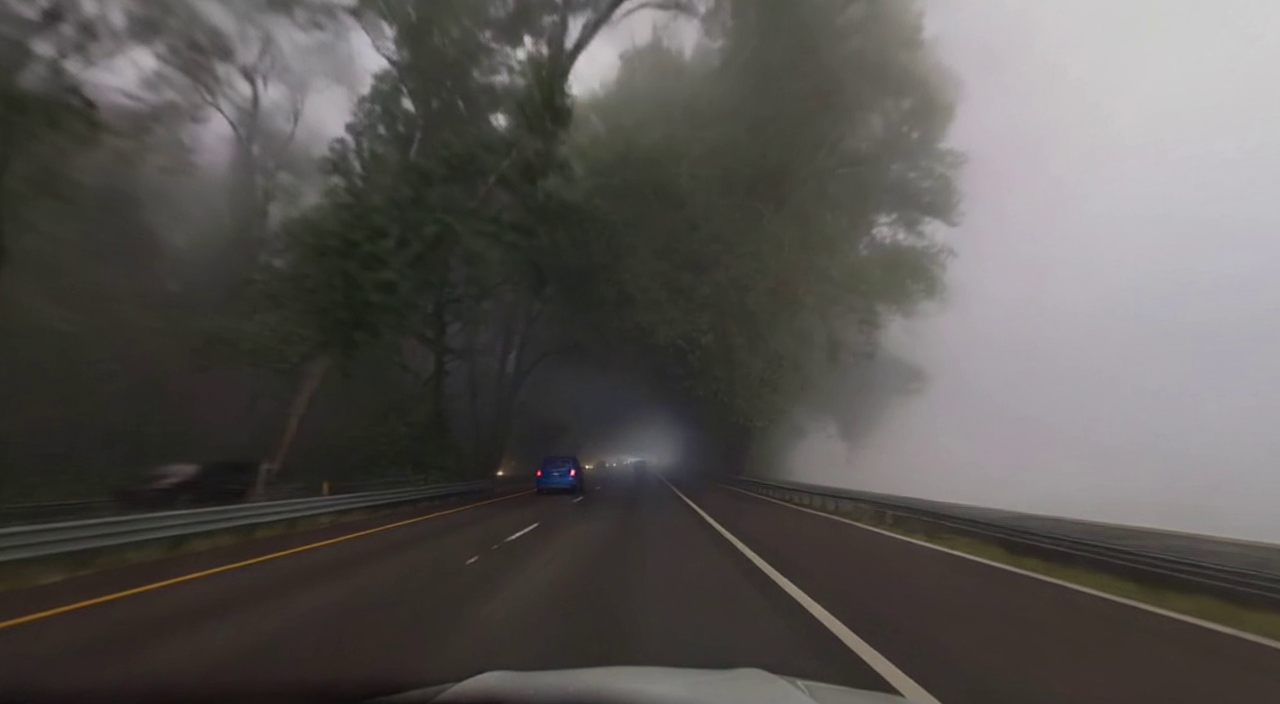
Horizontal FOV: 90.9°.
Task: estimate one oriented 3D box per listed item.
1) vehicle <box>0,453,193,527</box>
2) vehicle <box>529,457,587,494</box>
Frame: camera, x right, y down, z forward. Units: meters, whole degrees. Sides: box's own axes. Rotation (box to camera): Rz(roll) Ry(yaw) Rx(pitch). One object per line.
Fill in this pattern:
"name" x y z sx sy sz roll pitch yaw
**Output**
"vehicle" -13.418 3.283 15.394 1.885 1.534 4.116 0 -10 1
"vehicle" -3.769 5.798 29.738 2.081 1.586 4.245 0 -10 1
